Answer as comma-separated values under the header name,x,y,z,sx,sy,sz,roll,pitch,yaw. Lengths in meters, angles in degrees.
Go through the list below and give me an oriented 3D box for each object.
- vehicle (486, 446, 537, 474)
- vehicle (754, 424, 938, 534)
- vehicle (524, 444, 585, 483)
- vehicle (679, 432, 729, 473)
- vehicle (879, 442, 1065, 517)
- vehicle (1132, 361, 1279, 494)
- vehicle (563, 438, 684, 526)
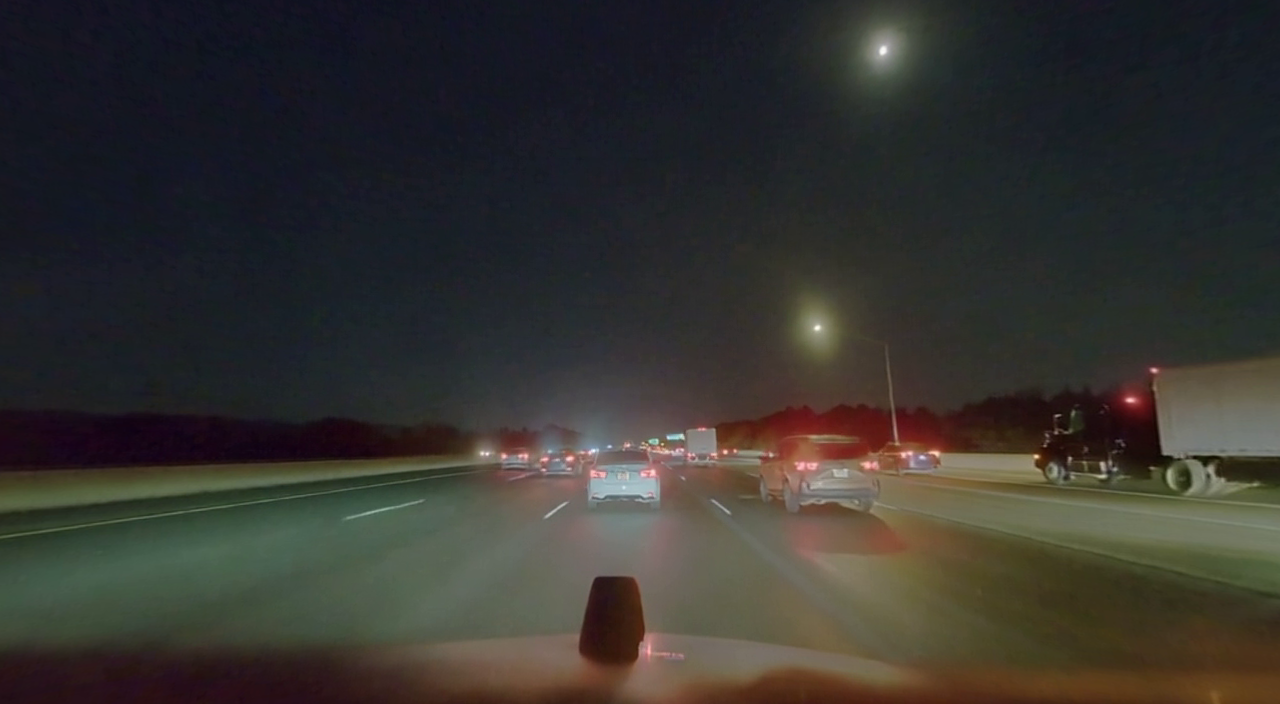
name,x,y,z,sx,sy,sz,roll,pitch,yaw
vehicle,-7.786,6.606,38.740,2.032,1.549,4.850,0,-9,1
vehicle,3.543,2.267,11.804,2.053,1.666,4.106,0,-9,0
vehicle,-3.630,4.836,27.510,1.926,1.542,4.329,0,-9,1
vehicle,3.809,6.158,38.576,2.440,2.313,5.266,0,-9,0
vehicle,7.618,2.937,15.084,2.021,1.505,4.480,0,-9,0
vehicle,21.374,2.285,19.138,2.970,4.079,10.086,3,-9,-14
vehicle,-0.260,2.598,13.122,2.132,1.499,4.038,0,-9,1
